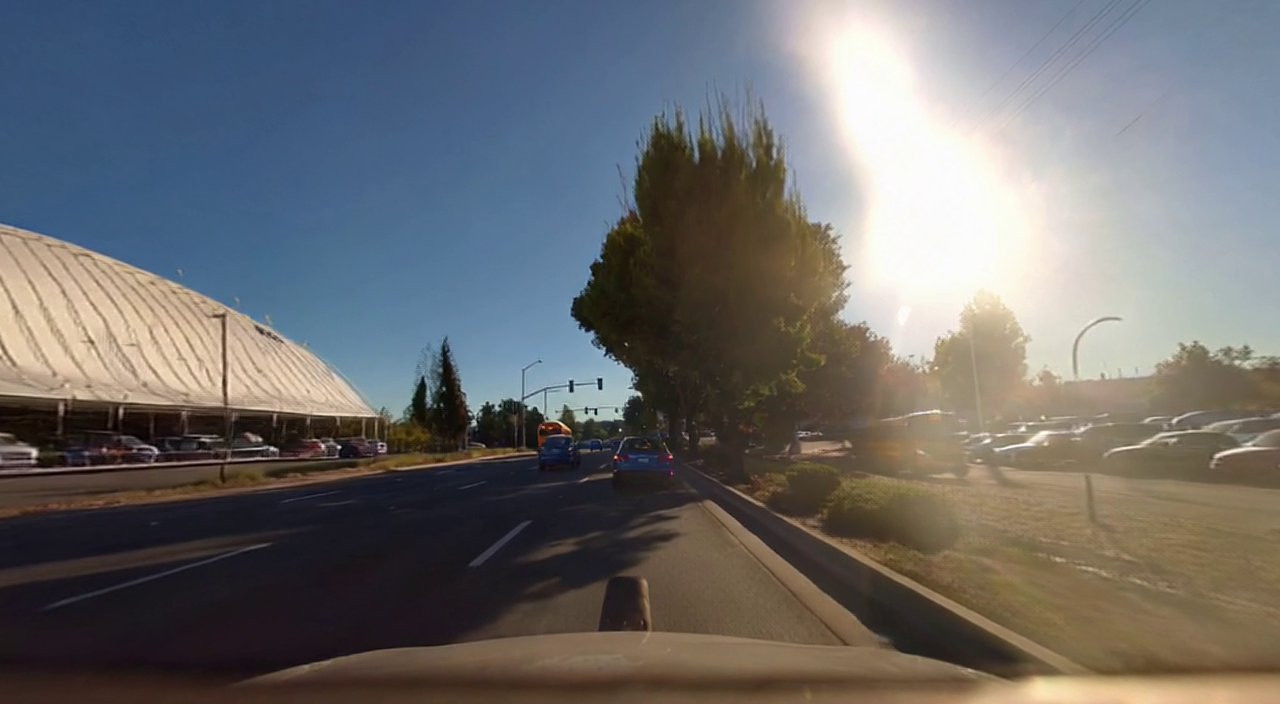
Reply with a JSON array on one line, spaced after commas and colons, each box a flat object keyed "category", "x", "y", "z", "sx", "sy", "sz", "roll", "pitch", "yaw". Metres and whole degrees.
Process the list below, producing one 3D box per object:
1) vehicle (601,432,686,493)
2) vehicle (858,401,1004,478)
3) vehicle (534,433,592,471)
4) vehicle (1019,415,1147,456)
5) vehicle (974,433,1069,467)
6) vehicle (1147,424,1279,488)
[{"category": "vehicle", "x": 0.045, "y": 3.092, "z": 17.965, "sx": 2.123, "sy": 1.498, "sz": 4.226, "roll": 0, "pitch": -9, "yaw": -1}, {"category": "vehicle", "x": 11.400, "y": 3.565, "z": 25.488, "sx": 2.754, "sy": 2.711, "sz": 6.196, "roll": 0, "pitch": -9, "yaw": -1}, {"category": "vehicle", "x": -3.585, "y": 4.764, "z": 30.136, "sx": 2.148, "sy": 1.636, "sz": 4.199, "roll": 0, "pitch": -9, "yaw": 2}, {"category": "vehicle", "x": 23.669, "y": 4.578, "z": 34.149, "sx": 2.225, "sy": 2.013, "sz": 6.379, "roll": 0, "pitch": -9, "yaw": -1}, {"category": "vehicle", "x": 18.406, "y": 4.757, "z": 30.668, "sx": 1.826, "sy": 1.532, "sz": 4.290, "roll": 0, "pitch": -9, "yaw": -1}, {"category": "vehicle", "x": 18.419, "y": 3.122, "z": 19.097, "sx": 1.965, "sy": 1.749, "sz": 4.838, "roll": 0, "pitch": -9, "yaw": -2}]
